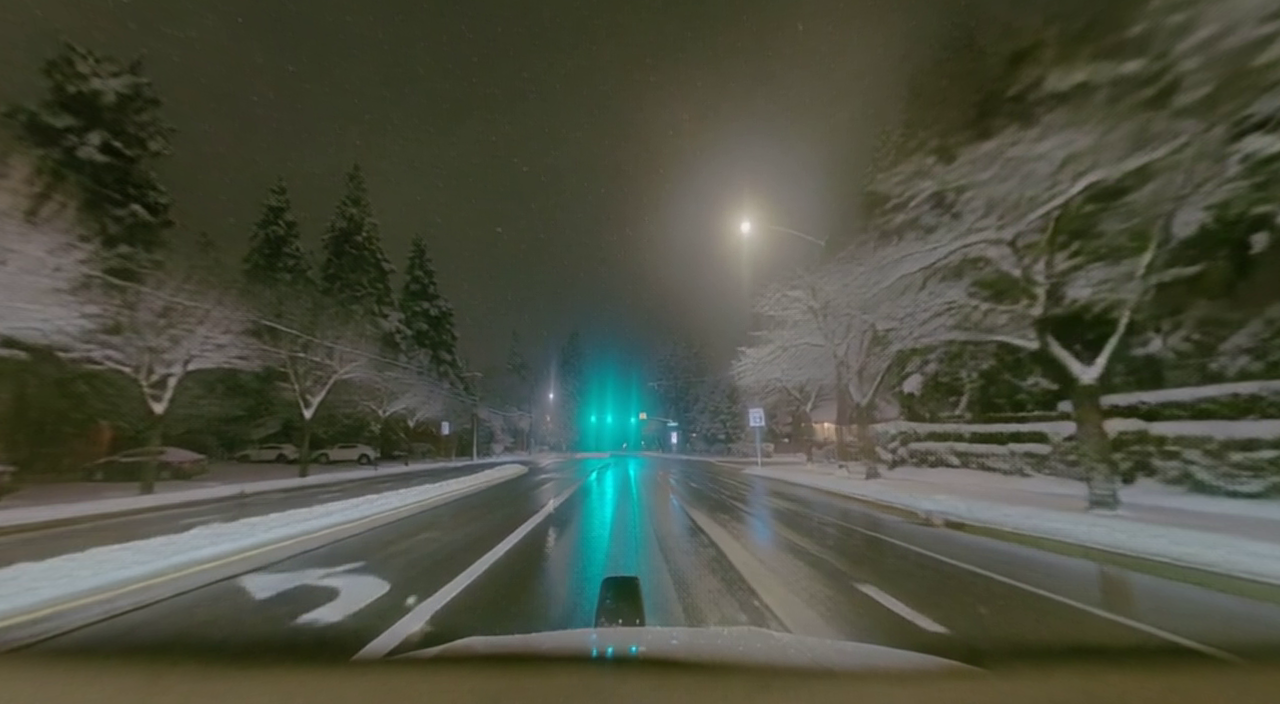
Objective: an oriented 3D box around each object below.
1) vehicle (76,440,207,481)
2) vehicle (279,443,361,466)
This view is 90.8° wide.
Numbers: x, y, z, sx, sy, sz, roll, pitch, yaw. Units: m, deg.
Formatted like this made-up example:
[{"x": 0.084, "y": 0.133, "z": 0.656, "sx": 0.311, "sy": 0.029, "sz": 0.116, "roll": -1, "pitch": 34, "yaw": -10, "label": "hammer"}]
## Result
[{"x": -21.150, "y": 4.643, "z": 26.935, "sx": 3.886, "sy": 1.641, "sz": 1.850, "roll": 1, "pitch": -11, "yaw": 0, "label": "vehicle"}, {"x": -21.449, "y": 6.900, "z": 42.479, "sx": 4.495, "sy": 1.472, "sz": 1.833, "roll": 0, "pitch": -9, "yaw": -1, "label": "vehicle"}]
